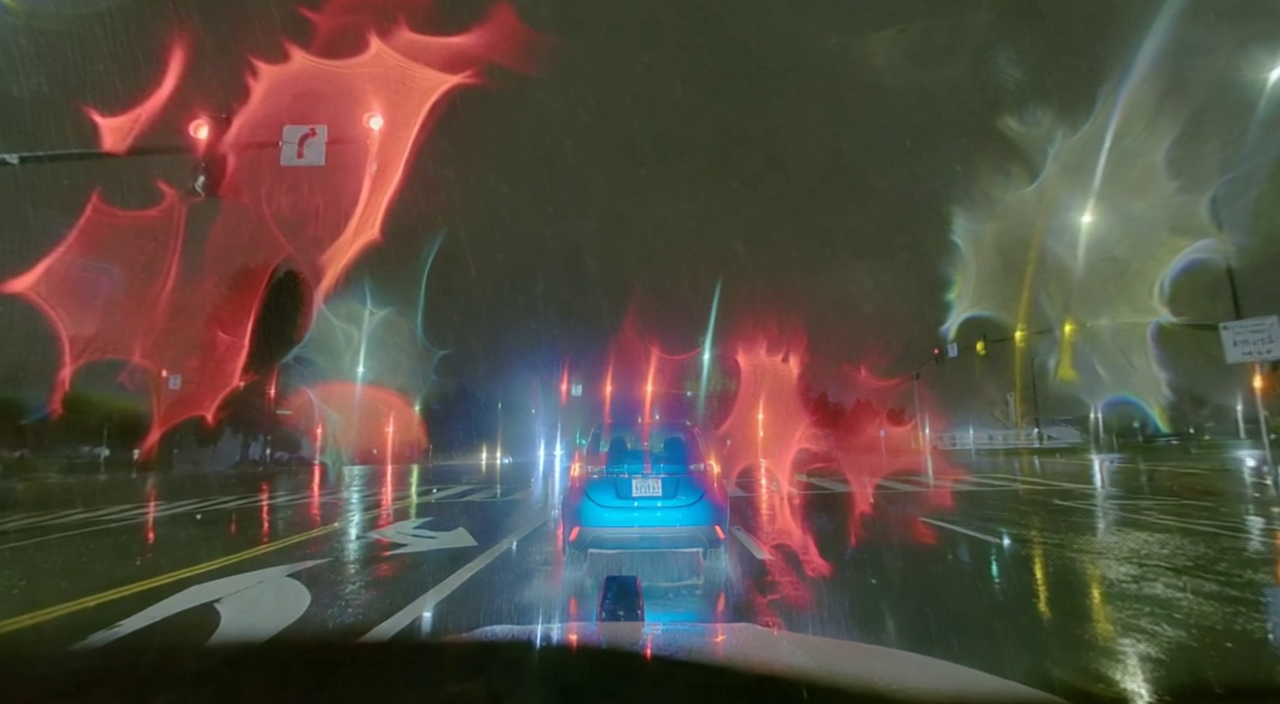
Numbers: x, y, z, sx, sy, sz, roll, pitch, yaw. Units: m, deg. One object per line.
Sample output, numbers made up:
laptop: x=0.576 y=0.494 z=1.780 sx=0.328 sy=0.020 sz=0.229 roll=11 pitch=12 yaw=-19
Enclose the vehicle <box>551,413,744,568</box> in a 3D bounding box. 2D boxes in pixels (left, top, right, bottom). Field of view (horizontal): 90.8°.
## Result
vehicle: x=0.045 y=1.755 z=8.710 sx=2.027 sy=1.626 sz=3.942 roll=0 pitch=-8 yaw=-1
